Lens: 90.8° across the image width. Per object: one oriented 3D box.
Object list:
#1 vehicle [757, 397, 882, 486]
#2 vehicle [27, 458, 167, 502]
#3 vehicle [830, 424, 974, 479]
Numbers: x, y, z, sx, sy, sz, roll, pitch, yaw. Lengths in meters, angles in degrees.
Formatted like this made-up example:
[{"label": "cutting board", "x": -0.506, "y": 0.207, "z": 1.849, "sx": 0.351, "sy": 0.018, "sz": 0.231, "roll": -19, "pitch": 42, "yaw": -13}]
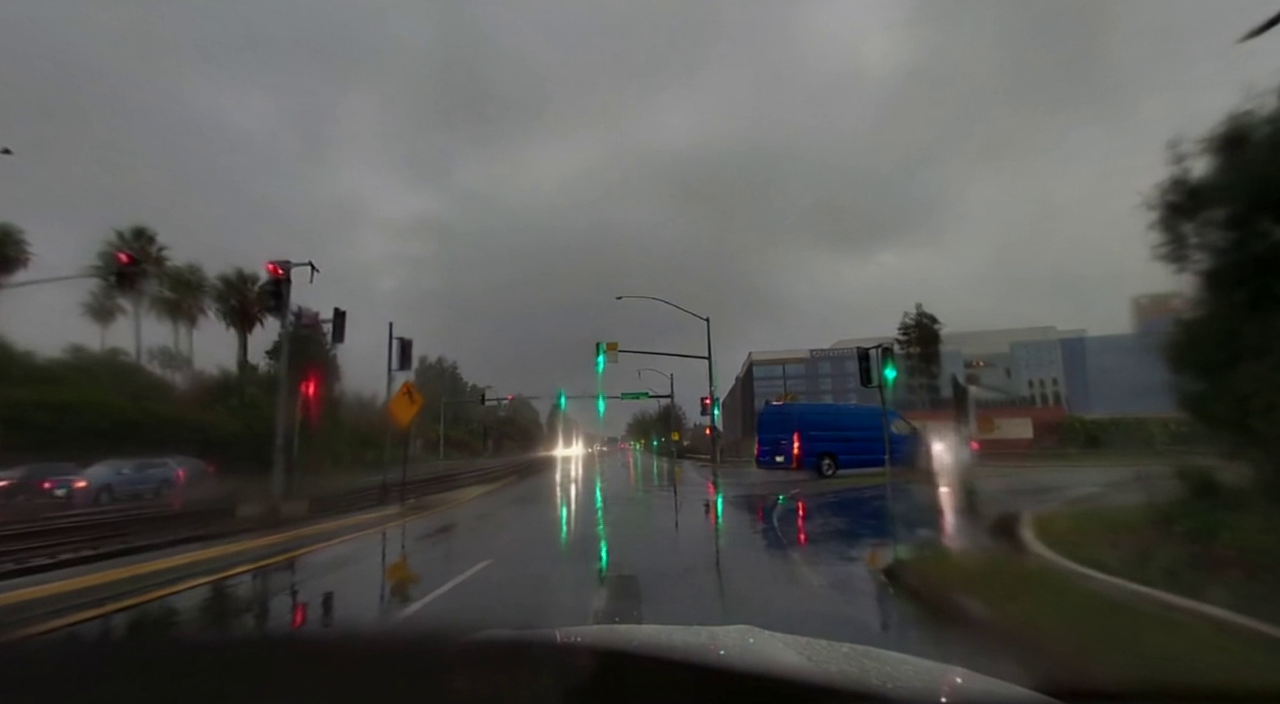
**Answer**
[{"label": "vehicle", "x": 6.847, "y": 3.383, "z": 23.998, "sx": 4.180, "sy": 3.020, "sz": 2.606, "roll": 7, "pitch": -11, "yaw": -41}, {"label": "vehicle", "x": -21.108, "y": 4.911, "z": 24.552, "sx": 4.881, "sy": 1.477, "sz": 2.204, "roll": -4, "pitch": -9, "yaw": 25}, {"label": "vehicle", "x": 11.256, "y": 4.226, "z": 27.079, "sx": 6.055, "sy": 2.140, "sz": 2.266, "roll": 5, "pitch": -9, "yaw": -28}]
